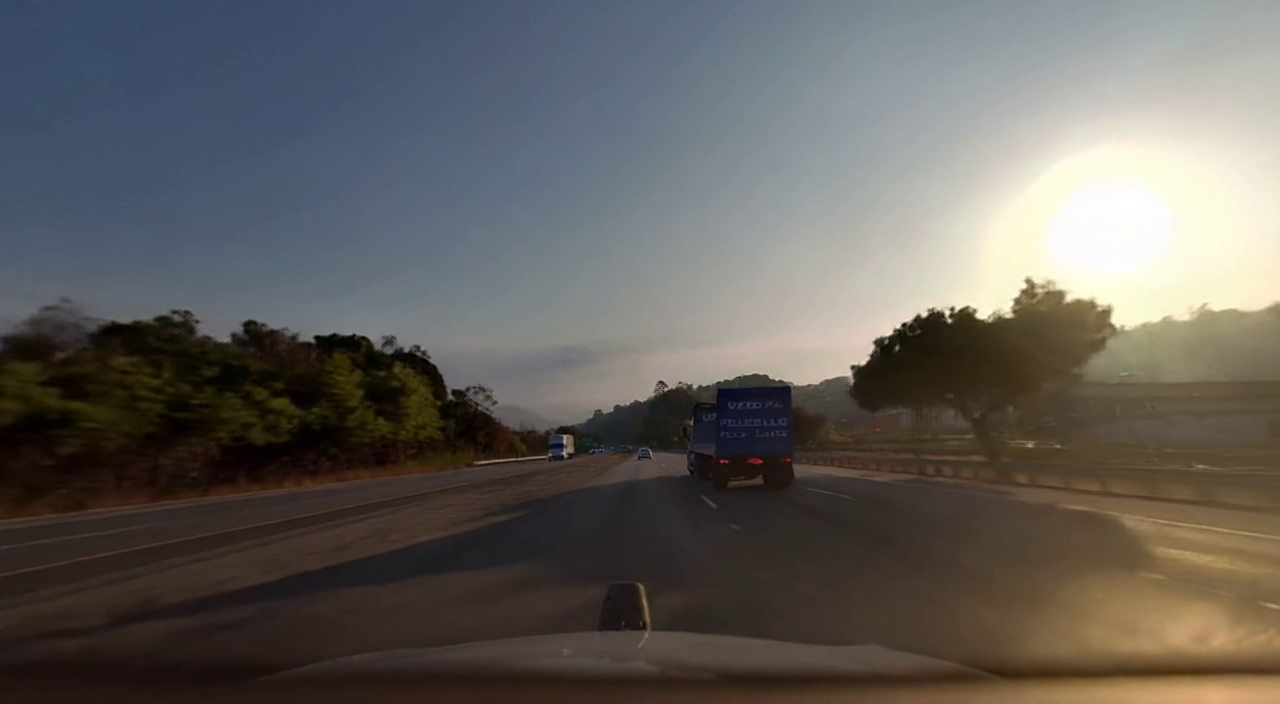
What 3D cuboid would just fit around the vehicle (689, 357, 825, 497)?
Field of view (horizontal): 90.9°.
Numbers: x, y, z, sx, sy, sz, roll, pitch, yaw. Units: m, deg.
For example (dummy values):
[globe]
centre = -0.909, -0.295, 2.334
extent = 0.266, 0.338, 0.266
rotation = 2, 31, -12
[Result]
[vehicle]
centre = 4.042, 3.211, 25.500
extent = 3.341, 4.269, 12.252
rotation = 0, -9, 1
